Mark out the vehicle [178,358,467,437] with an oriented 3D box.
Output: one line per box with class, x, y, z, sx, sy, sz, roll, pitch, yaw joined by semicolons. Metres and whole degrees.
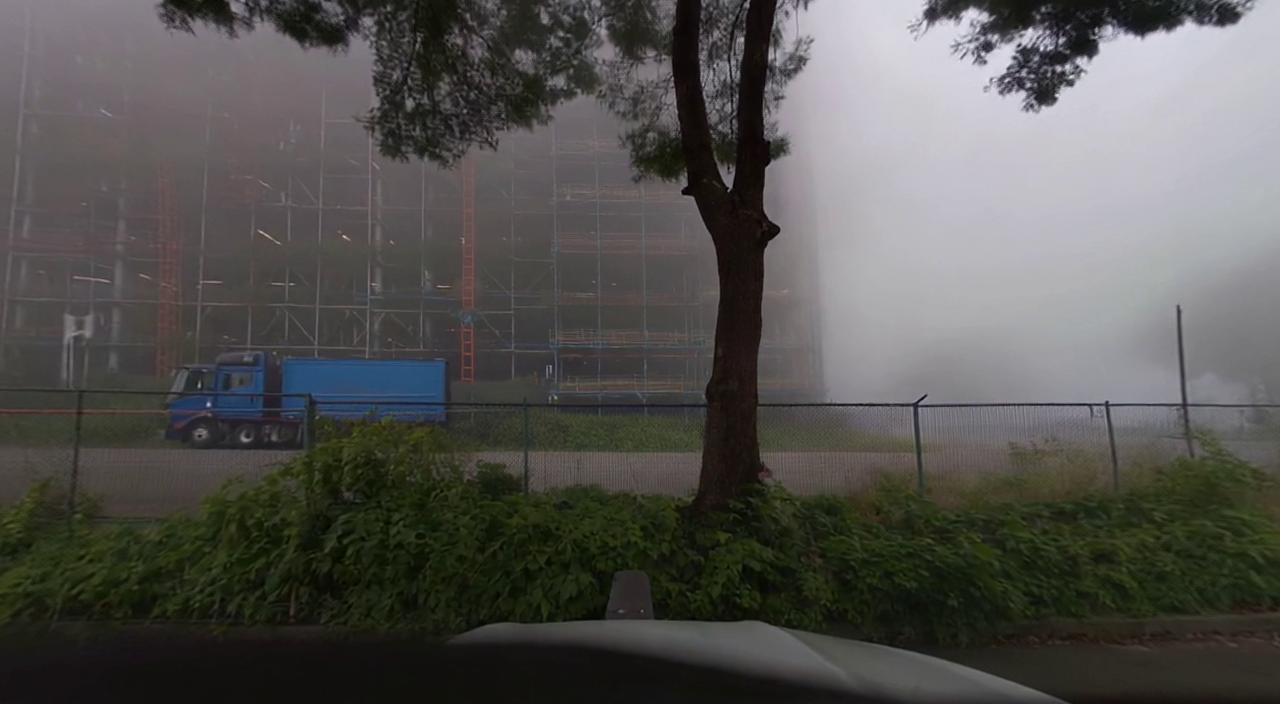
vehicle;-17.206;2.652;35.230;14.067;4.099;2.832;1;-9;-6
